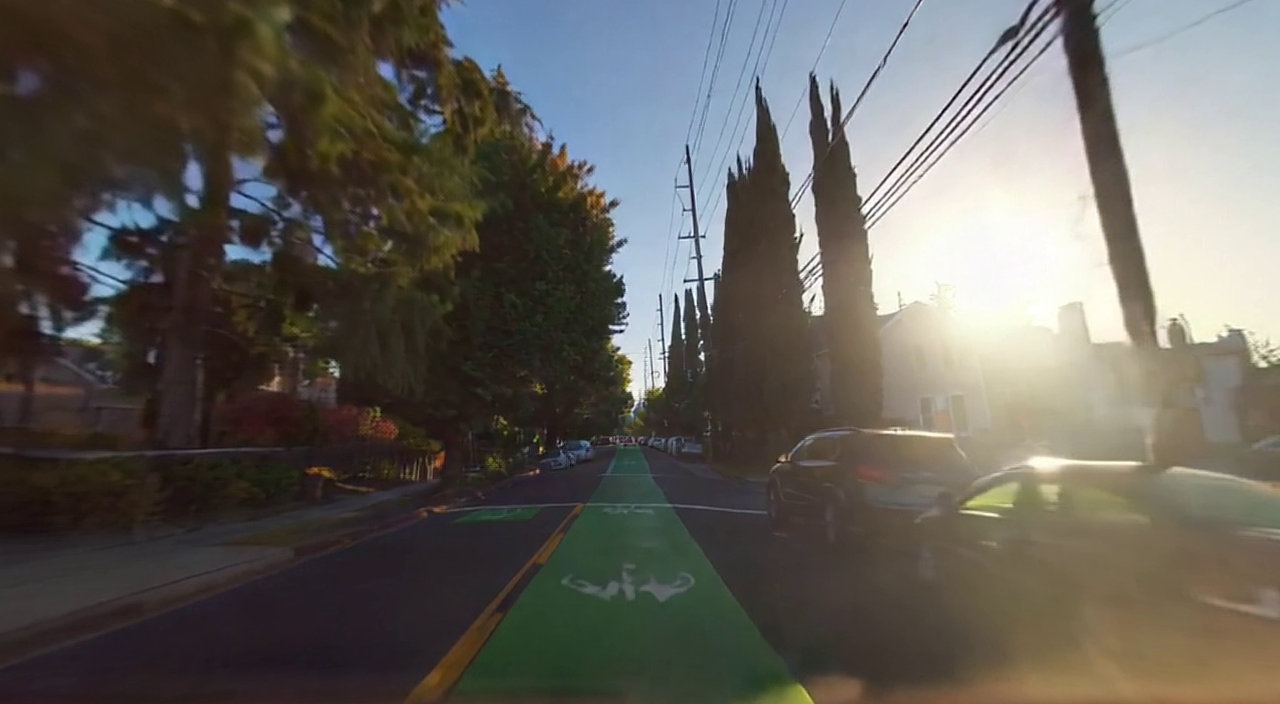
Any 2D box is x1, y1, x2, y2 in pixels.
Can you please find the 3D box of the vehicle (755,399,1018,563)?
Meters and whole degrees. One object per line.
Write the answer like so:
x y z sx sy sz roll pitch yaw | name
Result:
3.415 2.032 10.036 2.054 1.879 4.717 3 -12 -3 | vehicle

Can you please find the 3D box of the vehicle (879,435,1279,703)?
3.666 1.424 4.723 1.981 1.512 4.144 0 -9 -2 | vehicle
